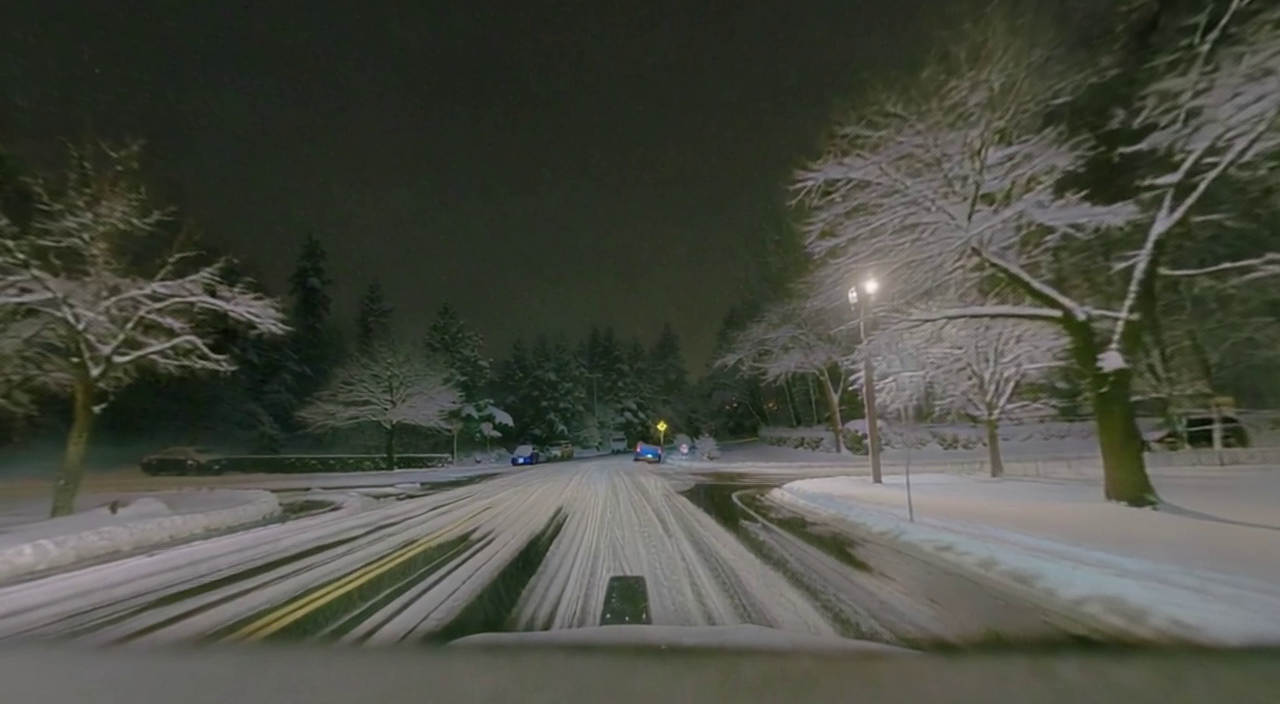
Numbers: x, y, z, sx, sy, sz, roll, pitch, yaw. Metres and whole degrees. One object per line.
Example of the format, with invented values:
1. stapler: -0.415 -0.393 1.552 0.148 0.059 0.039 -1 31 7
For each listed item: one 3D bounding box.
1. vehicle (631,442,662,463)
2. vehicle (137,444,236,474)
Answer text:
1. vehicle: 0.421 7.410 46.580 2.051 1.461 4.100 0 -8 -3
2. vehicle: -28.782 6.760 40.061 4.986 1.796 2.066 -2 -8 10
